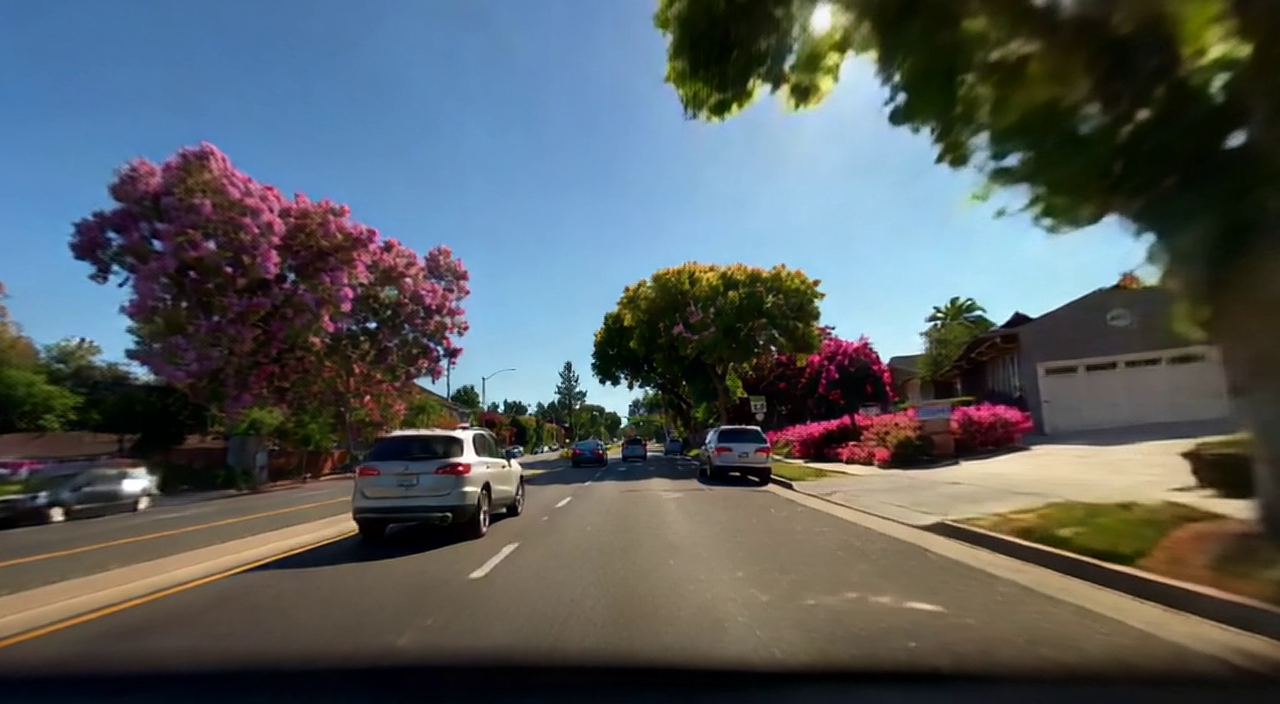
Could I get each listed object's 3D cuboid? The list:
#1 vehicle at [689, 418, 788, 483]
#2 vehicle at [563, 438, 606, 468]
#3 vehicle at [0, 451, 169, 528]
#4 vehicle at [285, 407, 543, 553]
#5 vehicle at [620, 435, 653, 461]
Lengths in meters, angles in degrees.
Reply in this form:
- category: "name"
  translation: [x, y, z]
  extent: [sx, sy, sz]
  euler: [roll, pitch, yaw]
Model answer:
- category: "vehicle"
  translation: [3.329, 3.497, 22.645]
  extent: [2.653, 2.058, 5.096]
  euler: [0, -8, -1]
- category: "vehicle"
  translation: [-3.224, 5.908, 37.227]
  extent: [2.167, 1.634, 4.220]
  euler: [0, -8, 0]
- category: "vehicle"
  translation: [-16.265, 3.874, 18.297]
  extent: [1.955, 1.698, 4.443]
  euler: [-4, -7, -1]
- category: "vehicle"
  translation: [-3.145, 1.924, 10.265]
  extent: [2.257, 1.751, 5.028]
  euler: [0, -8, 1]
- category: "vehicle"
  translation: [-0.274, 7.125, 46.761]
  extent: [2.376, 1.801, 4.317]
  euler: [0, -8, 0]
